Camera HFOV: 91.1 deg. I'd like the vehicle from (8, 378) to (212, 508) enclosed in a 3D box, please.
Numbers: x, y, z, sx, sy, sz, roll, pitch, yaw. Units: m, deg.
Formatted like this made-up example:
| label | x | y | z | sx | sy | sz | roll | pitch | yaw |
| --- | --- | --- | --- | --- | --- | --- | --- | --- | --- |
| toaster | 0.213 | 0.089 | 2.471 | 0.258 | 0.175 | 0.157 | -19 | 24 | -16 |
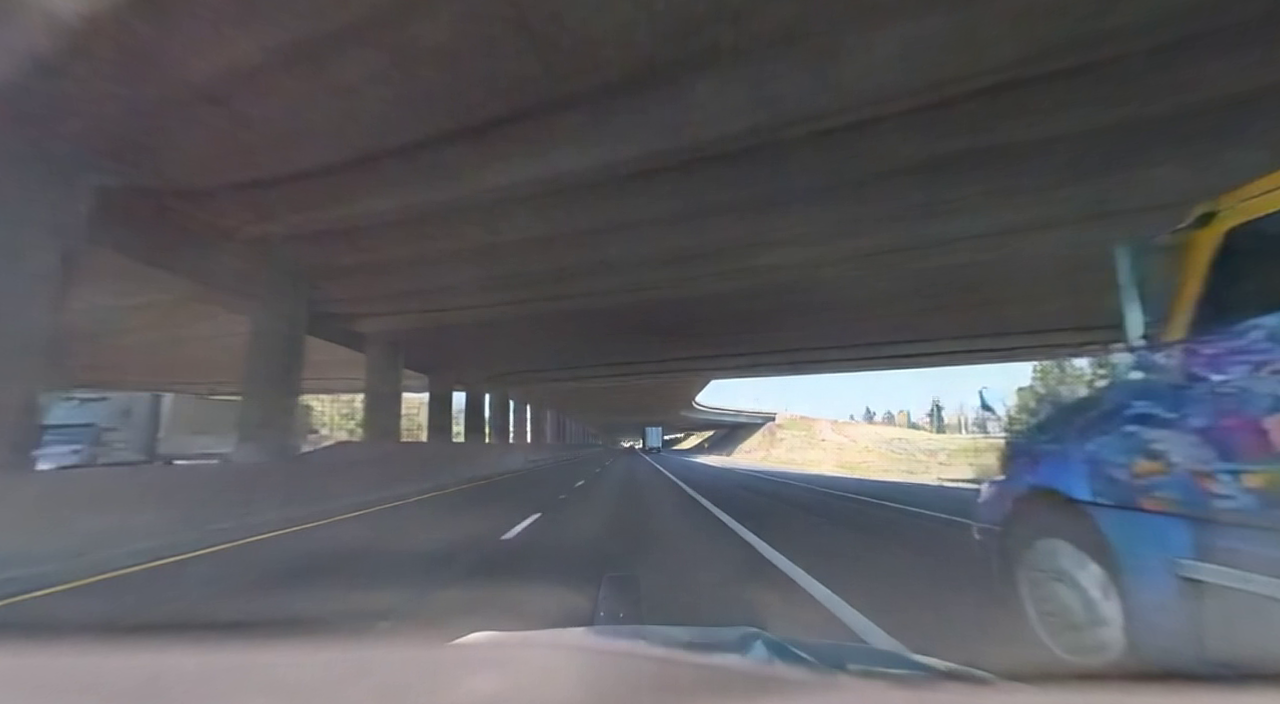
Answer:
| label | x | y | z | sx | sy | sz | roll | pitch | yaw |
| --- | --- | --- | --- | --- | --- | --- | --- | --- | --- |
| vehicle | -20.821 | 3.673 | 25.306 | 2.968 | 4.613 | 5.614 | 0 | -9 | 0 |
